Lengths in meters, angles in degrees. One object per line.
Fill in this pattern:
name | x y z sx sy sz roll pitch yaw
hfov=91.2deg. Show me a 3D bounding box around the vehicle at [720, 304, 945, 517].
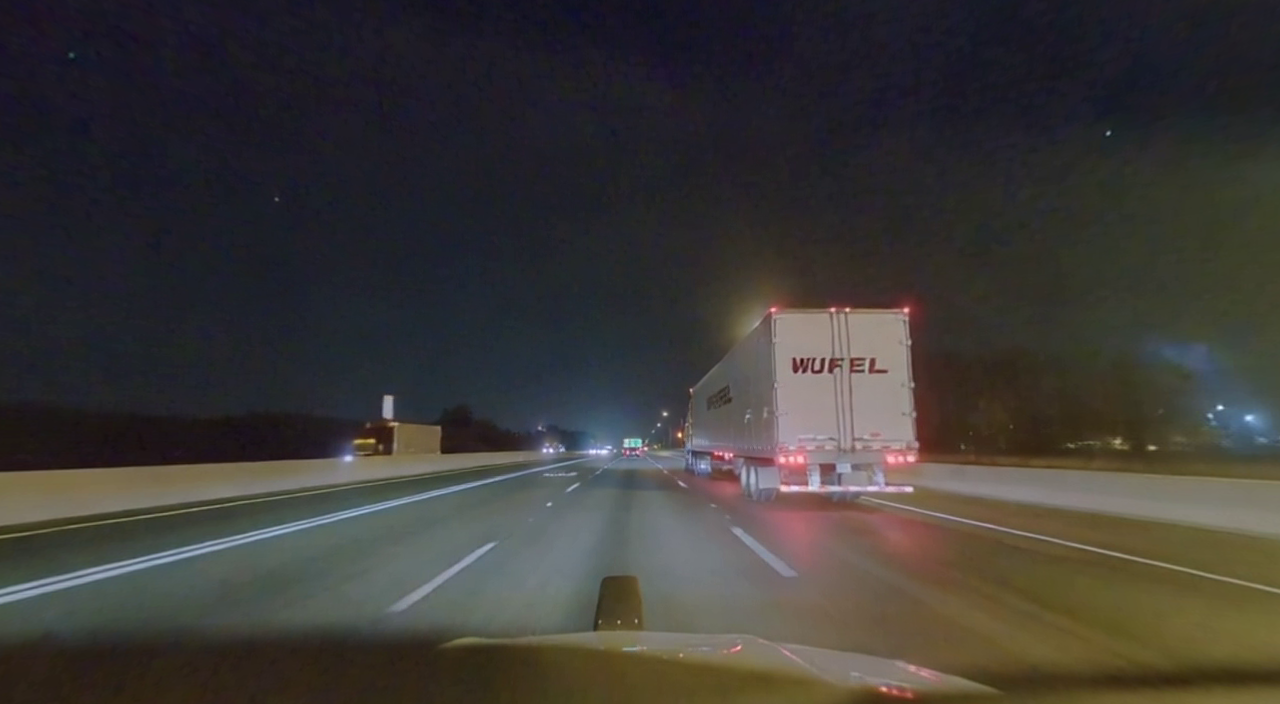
vehicle | 4.128 1.722 16.091 2.869 4.013 8.610 0 -9 -1
